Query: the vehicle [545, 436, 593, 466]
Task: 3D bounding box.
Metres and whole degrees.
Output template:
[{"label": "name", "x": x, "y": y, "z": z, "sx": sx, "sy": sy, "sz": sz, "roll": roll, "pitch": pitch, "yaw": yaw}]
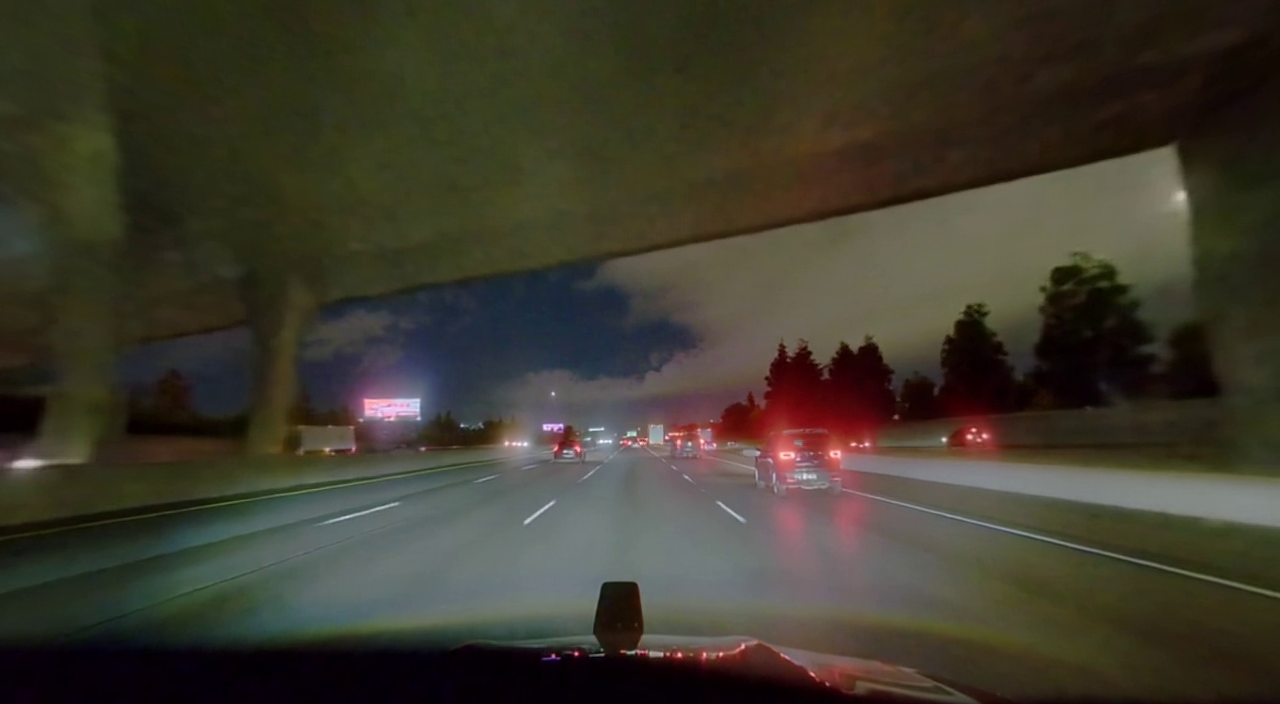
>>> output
[{"label": "vehicle", "x": -3.693, "y": 5.254, "z": 33.528, "sx": 2.066, "sy": 1.500, "sz": 4.415, "roll": 0, "pitch": -8, "yaw": 0}]
